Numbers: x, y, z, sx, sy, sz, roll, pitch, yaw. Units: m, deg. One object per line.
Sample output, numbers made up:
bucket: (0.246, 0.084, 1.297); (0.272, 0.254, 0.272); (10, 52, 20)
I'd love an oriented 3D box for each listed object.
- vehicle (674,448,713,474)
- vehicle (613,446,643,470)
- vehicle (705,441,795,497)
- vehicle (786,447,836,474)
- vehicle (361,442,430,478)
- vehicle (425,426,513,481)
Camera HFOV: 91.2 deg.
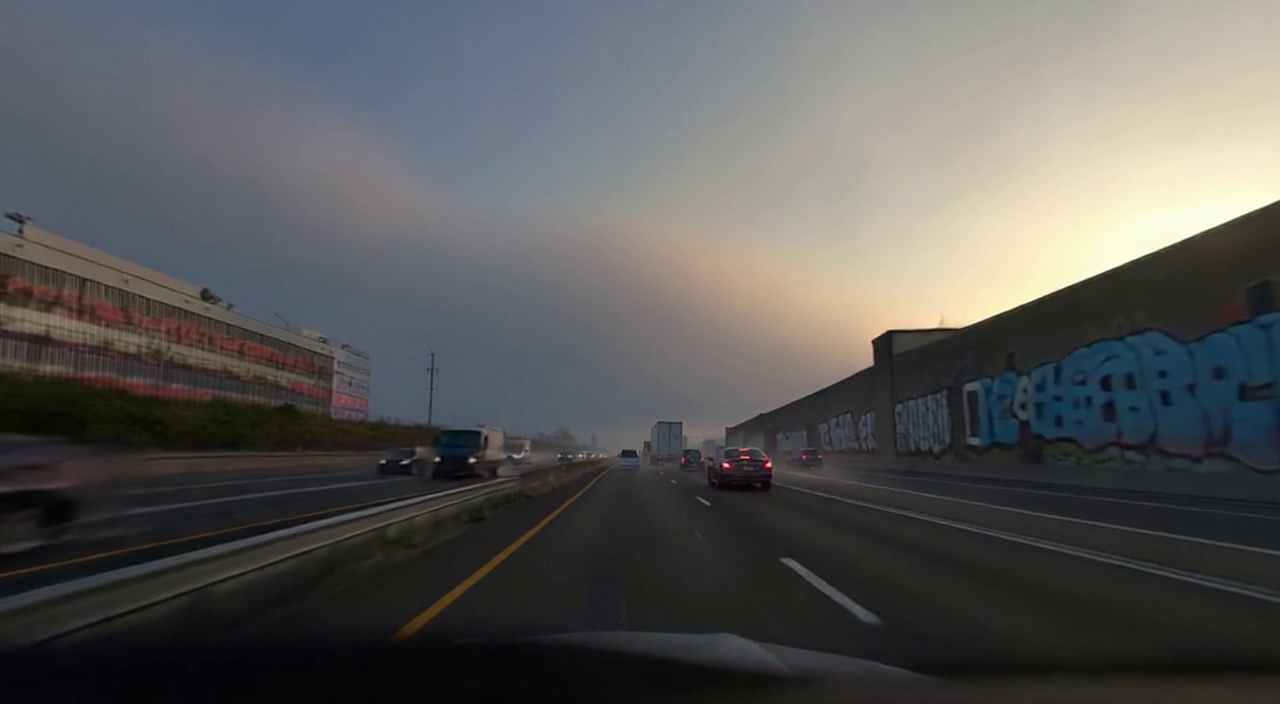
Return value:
vehicle: (3.500, 7.254, 41.892); (2.085, 1.588, 4.436); (0, -9, -2)
vehicle: (-0.941, 8.154, 48.544); (2.169, 1.753, 4.151); (0, -9, -1)
vehicle: (3.515, 3.846, 20.988); (2.045, 1.605, 4.674); (0, -9, -1)
vehicle: (11.140, 7.086, 41.162); (2.107, 1.648, 4.324); (0, -9, 0)
vehicle: (-12.898, 5.712, 33.391); (1.990, 1.733, 4.225); (0, -9, -1)
vehicle: (-8.542, 5.189, 32.276); (2.544, 2.471, 6.965); (0, -9, 0)
